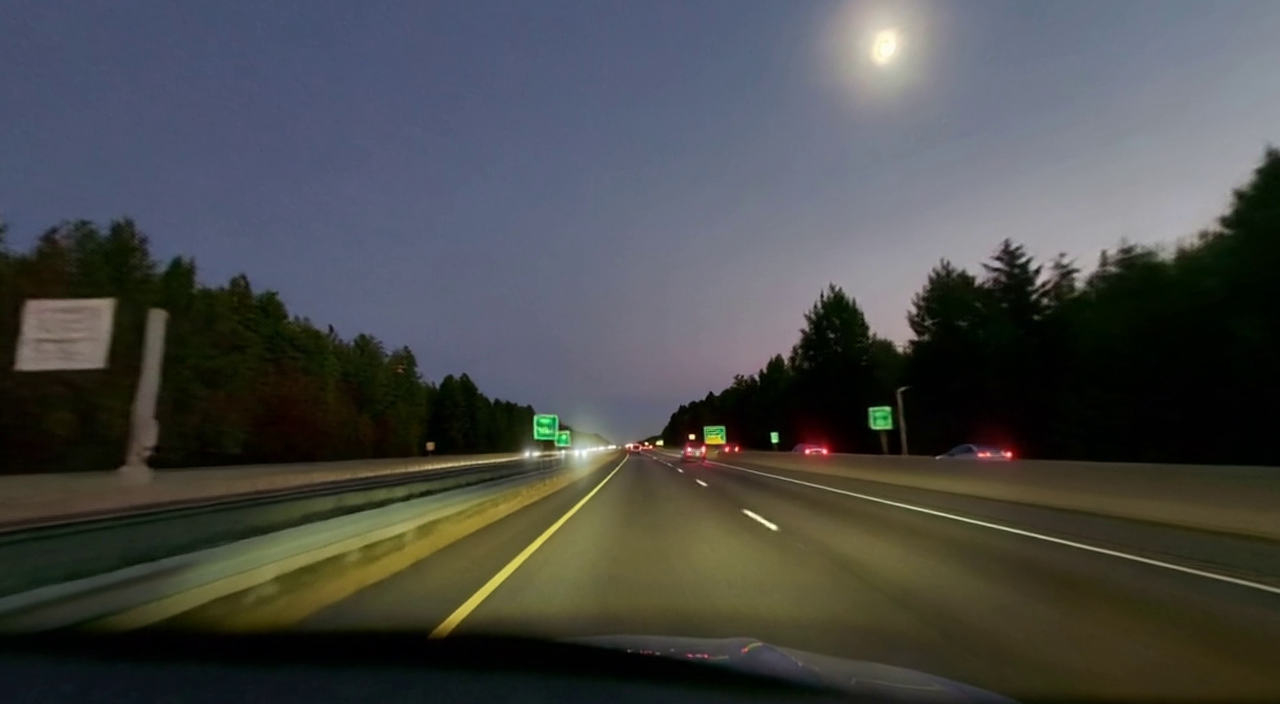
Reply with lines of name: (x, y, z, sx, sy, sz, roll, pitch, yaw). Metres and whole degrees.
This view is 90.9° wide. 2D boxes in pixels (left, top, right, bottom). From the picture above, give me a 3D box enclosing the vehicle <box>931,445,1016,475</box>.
vehicle: (16.489, 5.362, 31.375, 1.926, 1.386, 3.719, 1, -9, -6)
